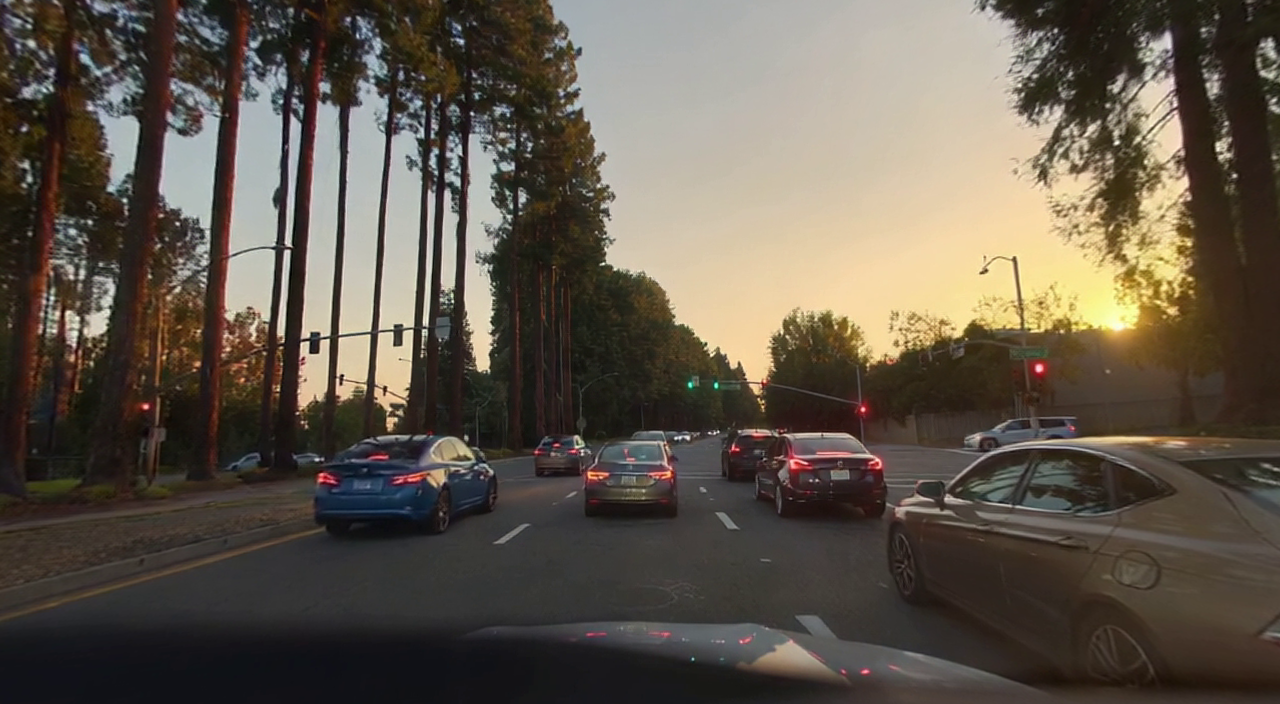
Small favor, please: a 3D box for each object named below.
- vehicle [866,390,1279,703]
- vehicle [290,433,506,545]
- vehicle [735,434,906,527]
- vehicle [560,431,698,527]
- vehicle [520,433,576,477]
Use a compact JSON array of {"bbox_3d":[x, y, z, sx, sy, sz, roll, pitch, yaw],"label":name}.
[{"bbox_3d":[3.135,1.134,3.894,1.903,1.480,4.270,0,-8,0],"label":"vehicle"},{"bbox_3d":[-3.755,2.185,10.794,1.935,1.482,4.433,0,-8,0],"label":"vehicle"},{"bbox_3d":[3.181,2.327,12.162,1.975,1.460,4.357,0,-8,0],"label":"vehicle"},{"bbox_3d":[-0.180,2.263,11.776,2.147,1.479,3.803,0,-8,0],"label":"vehicle"},{"bbox_3d":[-3.802,4.341,26.787,1.961,1.714,4.268,0,-8,-3],"label":"vehicle"}]
